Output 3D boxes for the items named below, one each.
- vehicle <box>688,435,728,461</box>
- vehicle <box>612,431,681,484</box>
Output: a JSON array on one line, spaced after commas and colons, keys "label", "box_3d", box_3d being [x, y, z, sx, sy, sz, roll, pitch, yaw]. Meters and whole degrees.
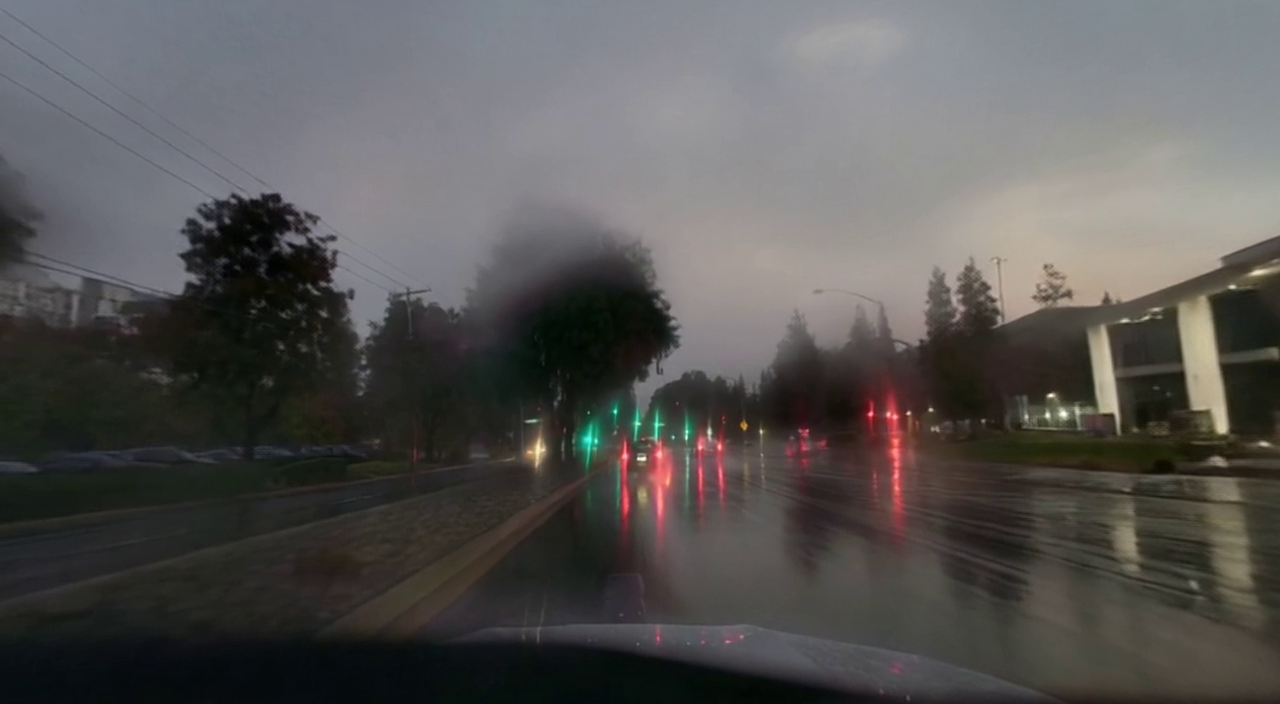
[{"label": "vehicle", "box_3d": [4.375, 6.240, 41.293, 1.987, 1.613, 4.081, 0, -8, -2]}, {"label": "vehicle", "box_3d": [0.194, 3.621, 21.992, 2.181, 1.639, 4.127, 0, -8, 0]}]
